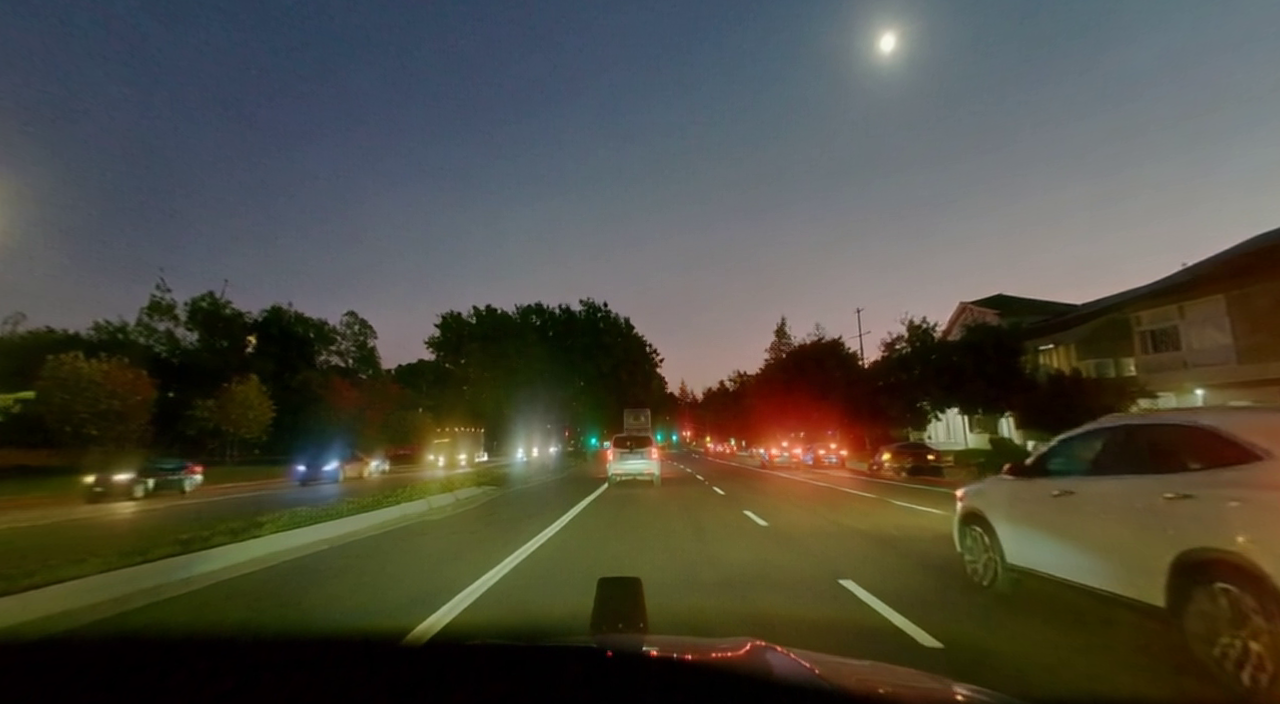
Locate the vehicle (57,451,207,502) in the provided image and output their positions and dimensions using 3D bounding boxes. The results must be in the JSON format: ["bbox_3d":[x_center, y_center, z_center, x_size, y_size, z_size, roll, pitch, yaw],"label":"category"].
[{"bbox_3d":[-20.339,4.965,25.577,2.001,1.788,4.776,0,-8,1],"label":"vehicle"}]

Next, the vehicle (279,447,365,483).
[{"bbox_3d":[-16.388,5.803,32.823,1.972,1.723,4.608,0,-8,1],"label":"vehicle"}]

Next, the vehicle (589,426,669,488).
[{"bbox_3d":[-0.324,3.426,20.826,2.332,1.798,4.546,0,-8,0],"label":"vehicle"}]

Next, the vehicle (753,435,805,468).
[{"bbox_3d":[7.722,5.599,35.455,1.971,1.722,4.341,0,-8,0],"label":"vehicle"}]

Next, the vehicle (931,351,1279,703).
[{"bbox_3d":[3.879,1.014,3.871,2.100,1.689,4.501,0,-8,1],"label":"vehicle"}]

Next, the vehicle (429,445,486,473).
[{"bbox_3d":[-10.317,6.035,35.959,1.907,1.471,4.410,0,-8,1],"label":"vehicle"}]
